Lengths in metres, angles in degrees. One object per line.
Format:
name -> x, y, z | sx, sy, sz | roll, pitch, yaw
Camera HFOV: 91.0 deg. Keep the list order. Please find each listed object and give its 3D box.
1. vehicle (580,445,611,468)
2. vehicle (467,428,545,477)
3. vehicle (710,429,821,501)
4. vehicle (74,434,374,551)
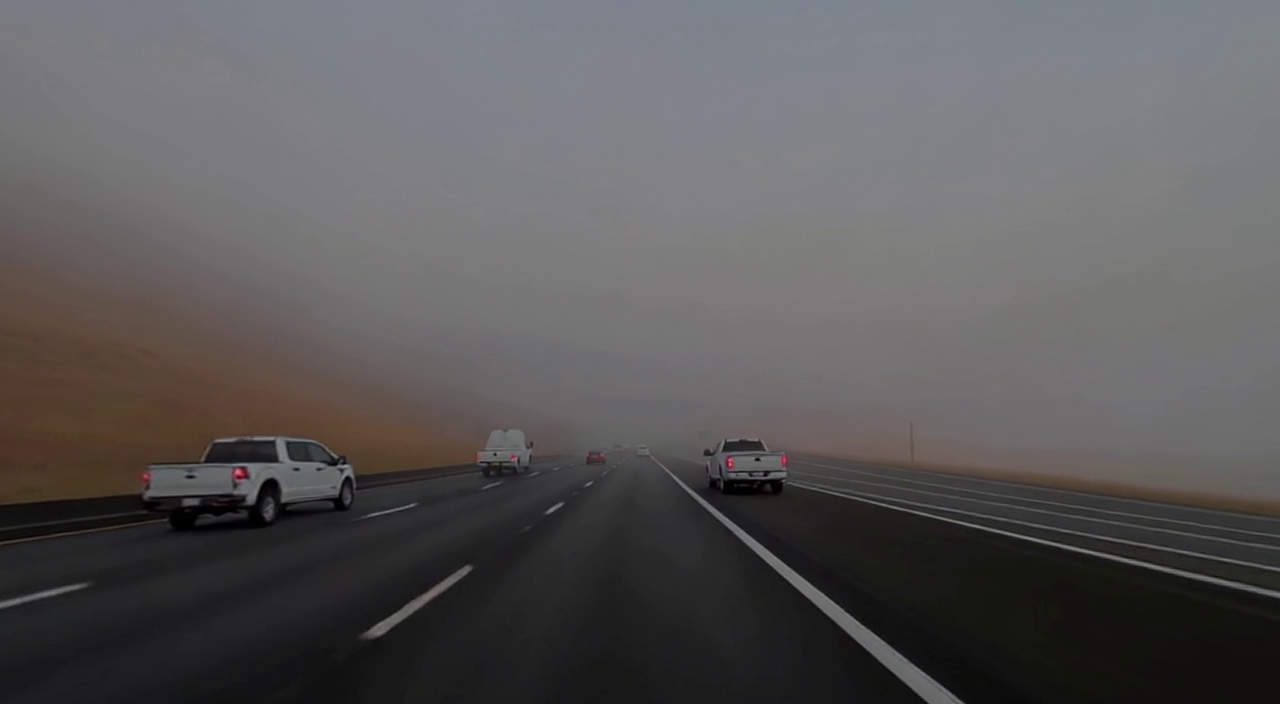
vehicle -> -3.238, 7.737, 46.642 | 2.009, 1.593, 4.378 | 0, -9, 0
vehicle -> -7.426, 5.697, 35.850 | 2.937, 2.509, 7.090 | 0, -9, -1
vehicle -> 3.430, 3.223, 18.285 | 2.231, 1.789, 4.700 | 0, -9, 0
vehicle -> -6.647, 2.276, 10.972 | 1.935, 1.550, 4.883 | 0, -9, -1
